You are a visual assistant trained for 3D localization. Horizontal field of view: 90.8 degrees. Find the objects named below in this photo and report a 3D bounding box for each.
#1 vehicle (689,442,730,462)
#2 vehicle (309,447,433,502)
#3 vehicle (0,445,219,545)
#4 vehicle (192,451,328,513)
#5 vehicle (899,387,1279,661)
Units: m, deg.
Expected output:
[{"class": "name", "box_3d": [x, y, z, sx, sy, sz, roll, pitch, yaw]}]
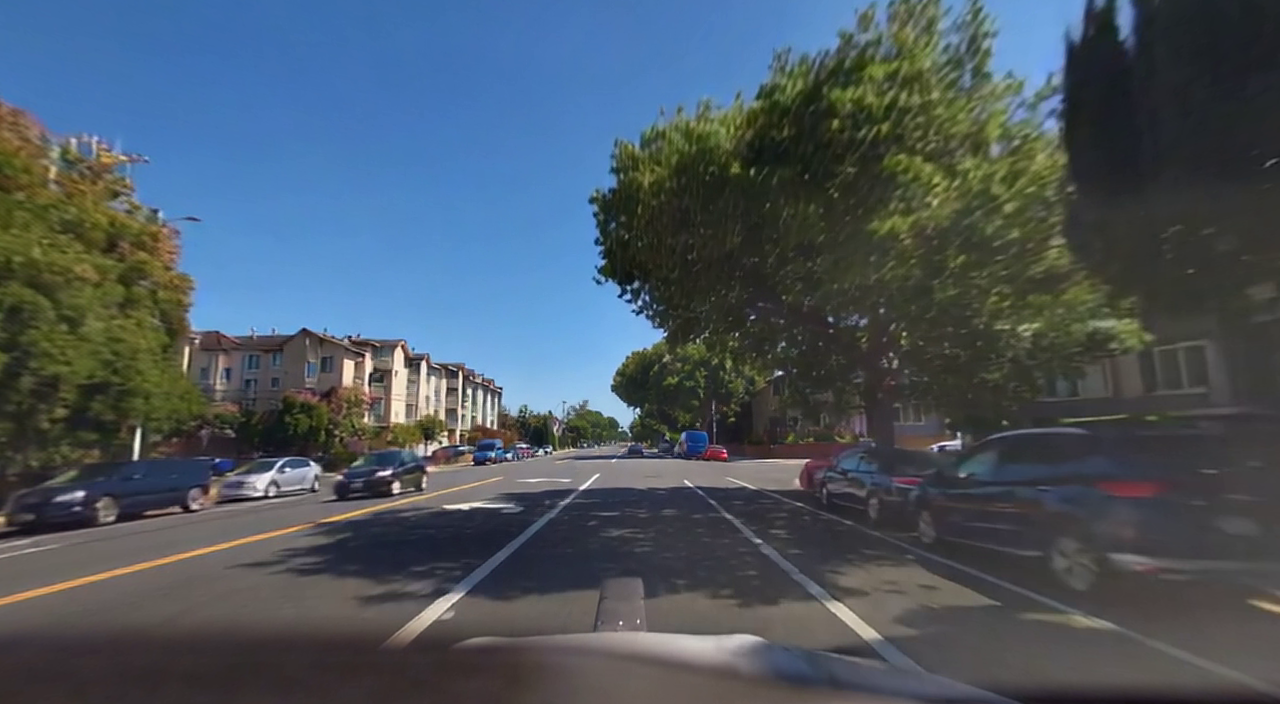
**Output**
[{"class": "vehicle", "box_3d": [5.254, 7.602, 48.294, 1.848, 1.468, 4.332, 2, -9, -13]}, {"class": "vehicle", "box_3d": [-8.024, 3.650, 19.343, 1.952, 1.477, 4.128, 0, -8, 0]}, {"class": "vehicle", "box_3d": [-12.490, 3.197, 14.867, 2.036, 1.819, 4.626, -3, -7, -1]}, {"class": "vehicle", "box_3d": [-12.458, 4.239, 21.160, 1.920, 1.629, 4.599, -2, -8, -3]}, {"class": "vehicle", "box_3d": [4.807, 1.471, 6.600, 2.139, 1.780, 4.817, 0, -8, 0]}]
